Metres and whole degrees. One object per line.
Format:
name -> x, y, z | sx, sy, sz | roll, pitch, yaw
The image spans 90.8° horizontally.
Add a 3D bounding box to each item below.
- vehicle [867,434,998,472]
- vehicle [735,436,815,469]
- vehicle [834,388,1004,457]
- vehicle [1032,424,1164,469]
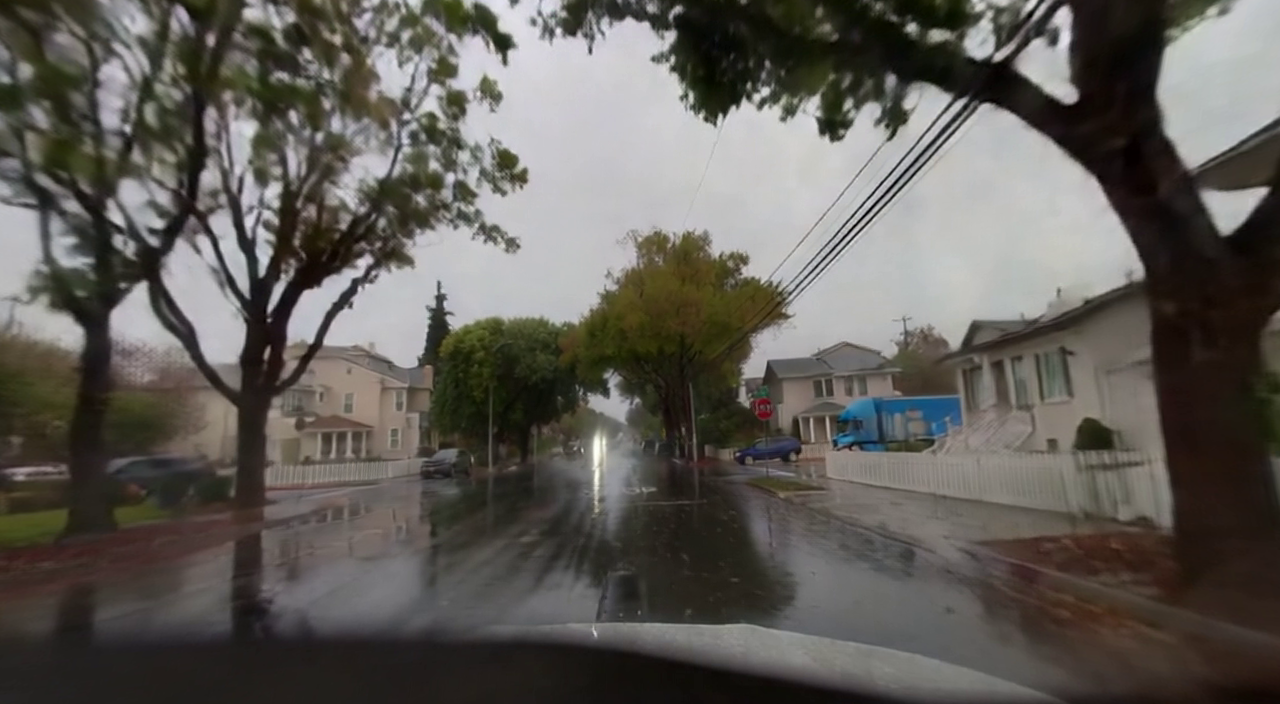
vehicle -> 12.179, 4.233, 26.503 | 4.488, 1.507, 1.954 | 0, -8, -4
vehicle -> 7.320, 5.491, 34.621 | 3.867, 1.710, 2.107 | 0, -8, -1
vehicle -> 15.012, 3.885, 34.495 | 7.759, 3.523, 2.930 | -1, -9, 0
vehicle -> 19.231, 3.981, 26.668 | 3.982, 1.661, 2.106 | 2, -8, -4
